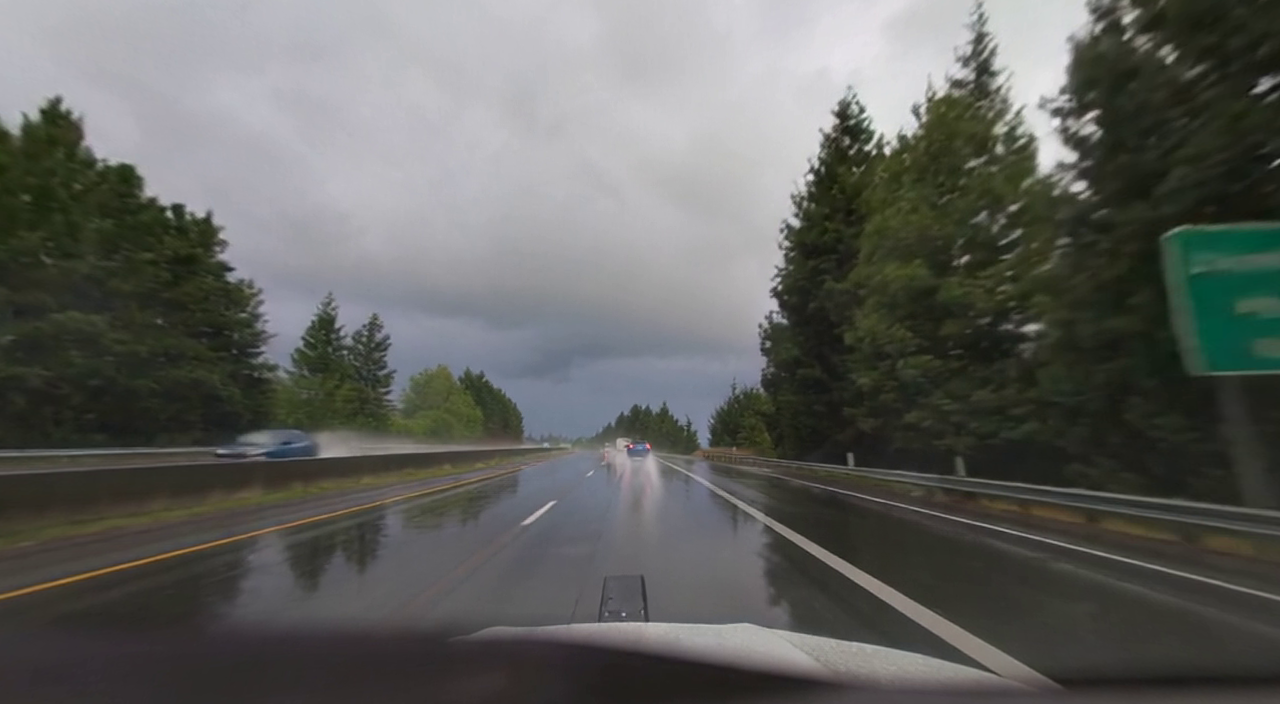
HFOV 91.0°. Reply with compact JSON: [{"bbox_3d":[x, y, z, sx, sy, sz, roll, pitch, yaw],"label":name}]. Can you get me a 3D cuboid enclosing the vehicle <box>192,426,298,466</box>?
[{"bbox_3d":[-17.289,4.165,27.814,1.881,1.601,4.286,0,-8,0],"label":"vehicle"}]
